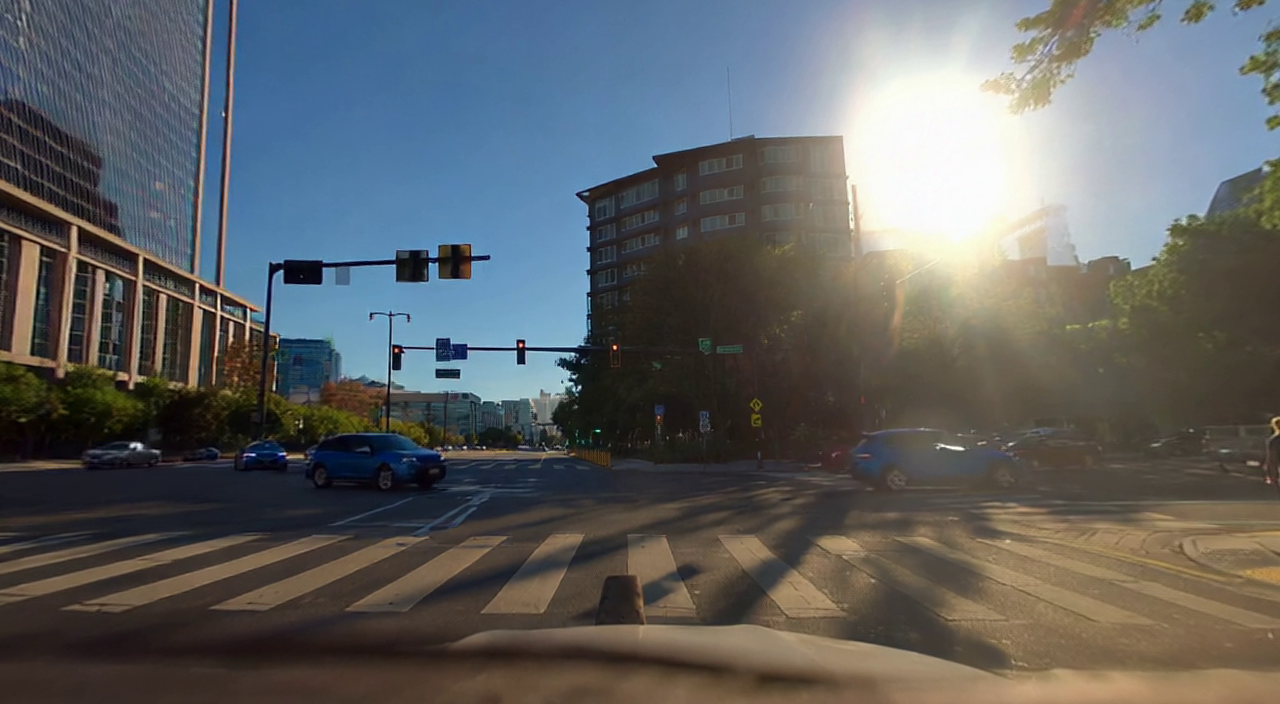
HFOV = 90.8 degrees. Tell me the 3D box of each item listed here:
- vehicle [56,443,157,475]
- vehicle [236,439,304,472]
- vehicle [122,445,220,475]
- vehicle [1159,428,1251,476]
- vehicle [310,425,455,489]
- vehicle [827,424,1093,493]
[{"bbox_3d":[-30.819,6.161,36.716,1.961,1.708,4.678,0,-8,-3],"label":"vehicle"},{"bbox_3d":[-18.952,5.309,32.581,2.007,1.540,4.312,2,-9,-17],"label":"vehicle"},{"bbox_3d":[-23.654,5.434,32.078,2.099,1.407,3.941,0,-8,-4],"label":"vehicle"},{"bbox_3d":[22.728,3.993,25.346,4.780,1.719,2.156,8,-11,-43],"label":"vehicle"},{"bbox_3d":[-8.369,3.349,20.429,4.509,1.821,2.066,-6,-10,33],"label":"vehicle"},{"bbox_3d":[8.803,2.976,17.858,6.196,1.777,2.457,0,-8,-3],"label":"vehicle"}]
